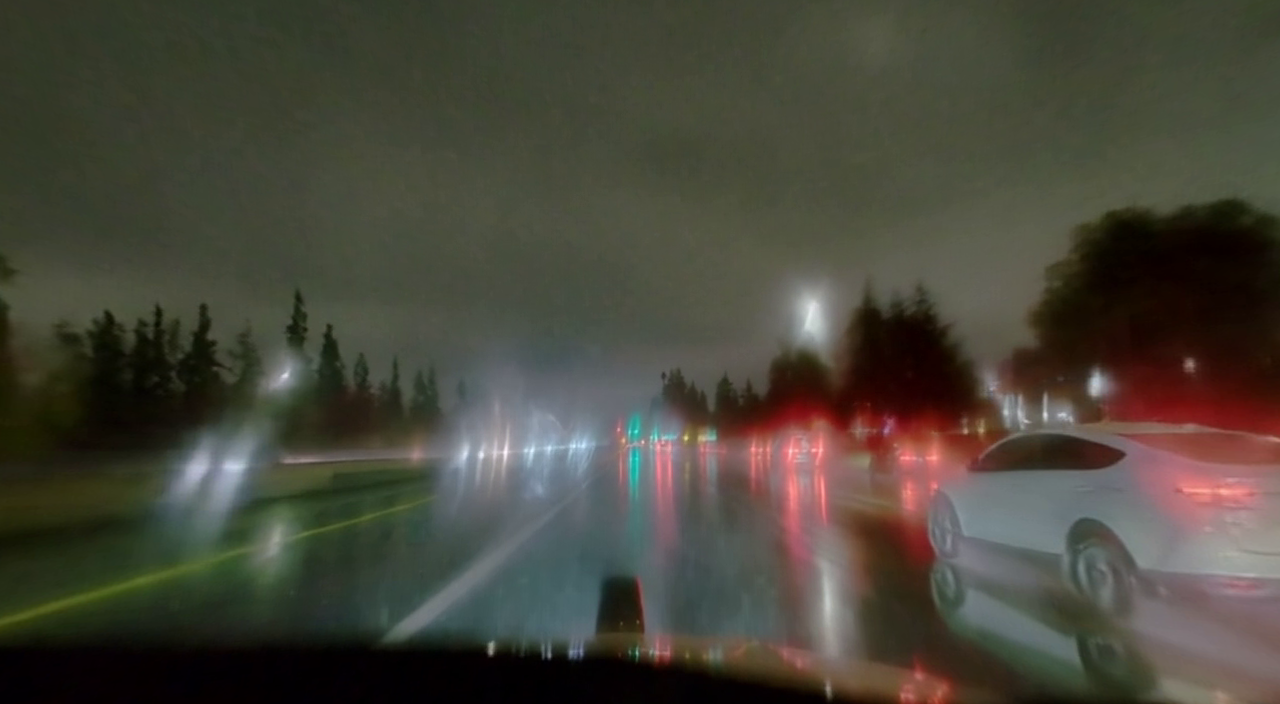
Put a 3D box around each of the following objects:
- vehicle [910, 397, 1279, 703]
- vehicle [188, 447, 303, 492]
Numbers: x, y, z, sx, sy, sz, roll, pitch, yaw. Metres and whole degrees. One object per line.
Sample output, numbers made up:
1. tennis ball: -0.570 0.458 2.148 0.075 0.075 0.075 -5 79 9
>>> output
1. vehicle: 3.837 1.134 4.079 2.018 1.477 4.800 0 -8 -1
2. vehicle: -14.369 4.276 23.300 1.786 1.422 3.848 1 -8 -1
